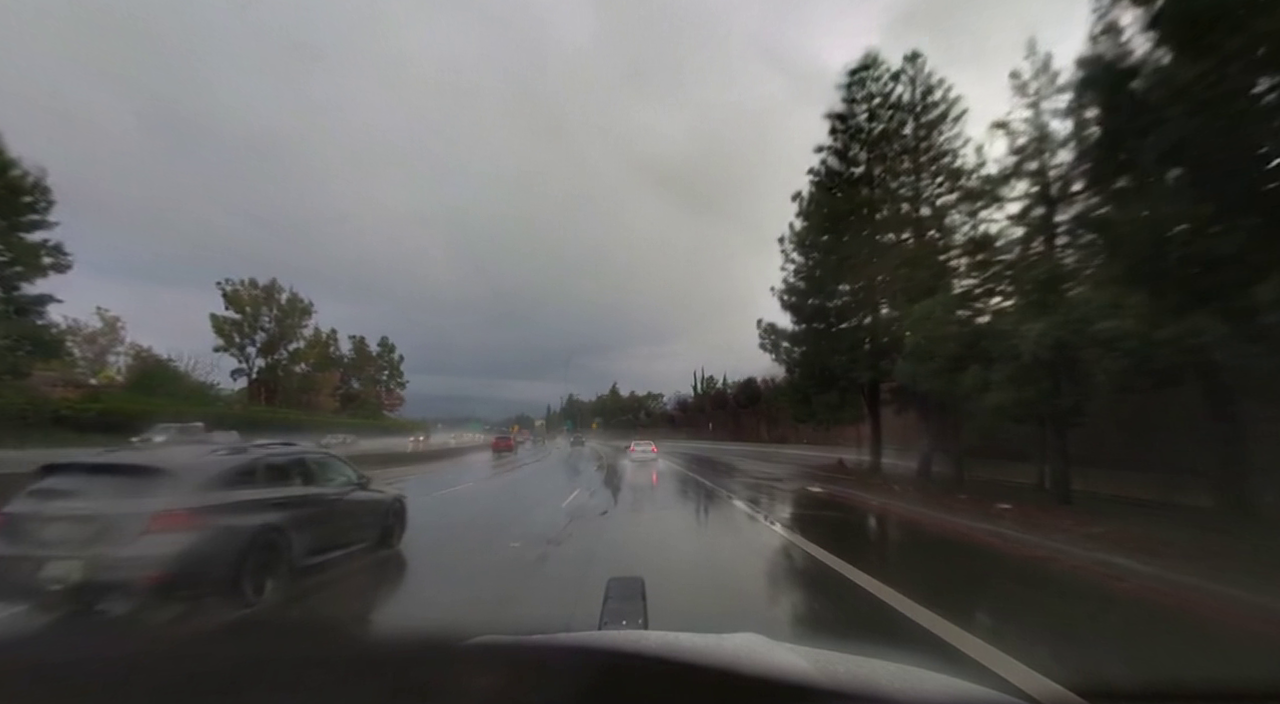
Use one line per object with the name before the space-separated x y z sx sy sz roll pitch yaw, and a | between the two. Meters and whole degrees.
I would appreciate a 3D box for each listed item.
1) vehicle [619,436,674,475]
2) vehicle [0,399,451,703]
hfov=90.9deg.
vehicle | 0.167 4.145 25.387 2.051 1.444 3.927 0 -9 -2
vehicle | -3.643 1.376 5.738 2.246 1.519 4.980 0 -9 1
